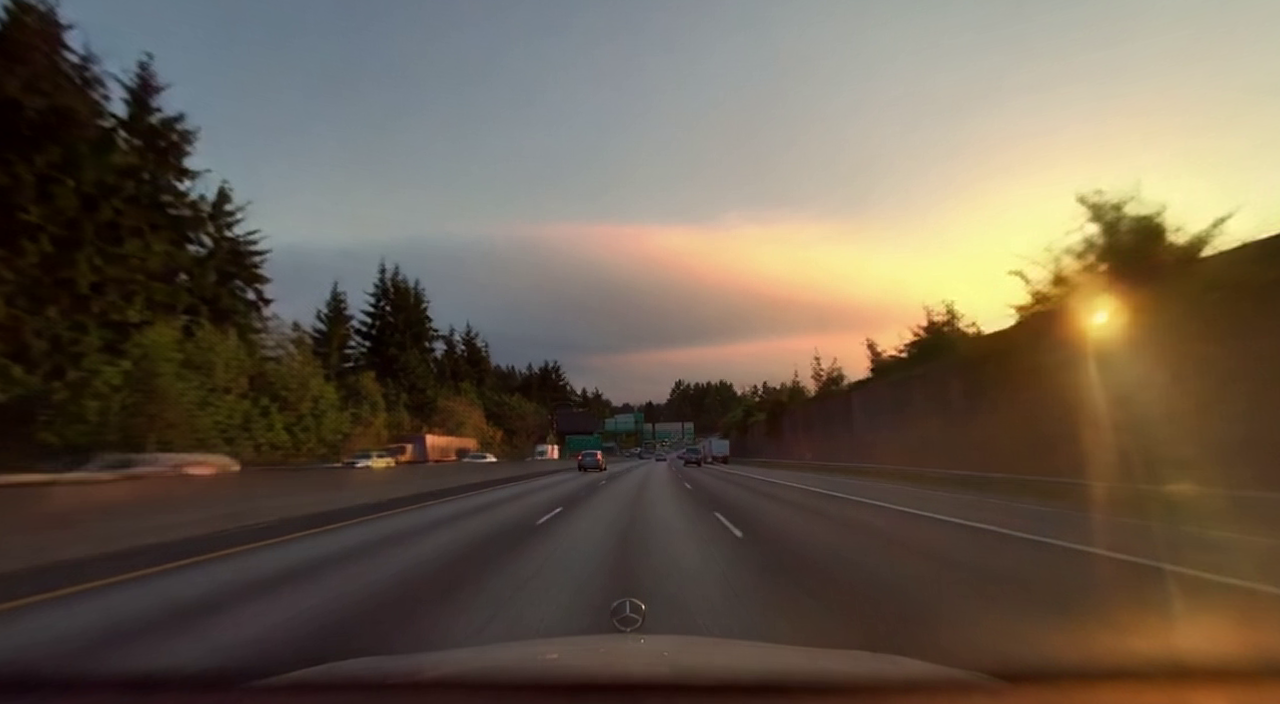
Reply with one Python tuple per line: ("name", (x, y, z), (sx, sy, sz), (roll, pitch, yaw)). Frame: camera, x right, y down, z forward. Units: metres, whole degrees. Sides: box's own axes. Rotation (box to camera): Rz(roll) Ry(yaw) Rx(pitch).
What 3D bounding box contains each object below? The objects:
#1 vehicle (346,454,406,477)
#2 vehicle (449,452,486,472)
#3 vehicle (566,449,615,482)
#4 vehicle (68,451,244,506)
("vehicle", (-17.706, 7.602, 42.481), (1.959, 1.448, 4.503), (0, -9, 2))
("vehicle", (-13.336, 8.512, 48.991), (1.728, 1.475, 3.566), (-1, -9, 3))
("vehicle", (-2.348, 5.551, 31.158), (2.035, 1.513, 4.272), (0, -9, 1))
("vehicle", (-14.402, 3.756, 19.144), (1.795, 1.449, 4.364), (0, -9, 1))
